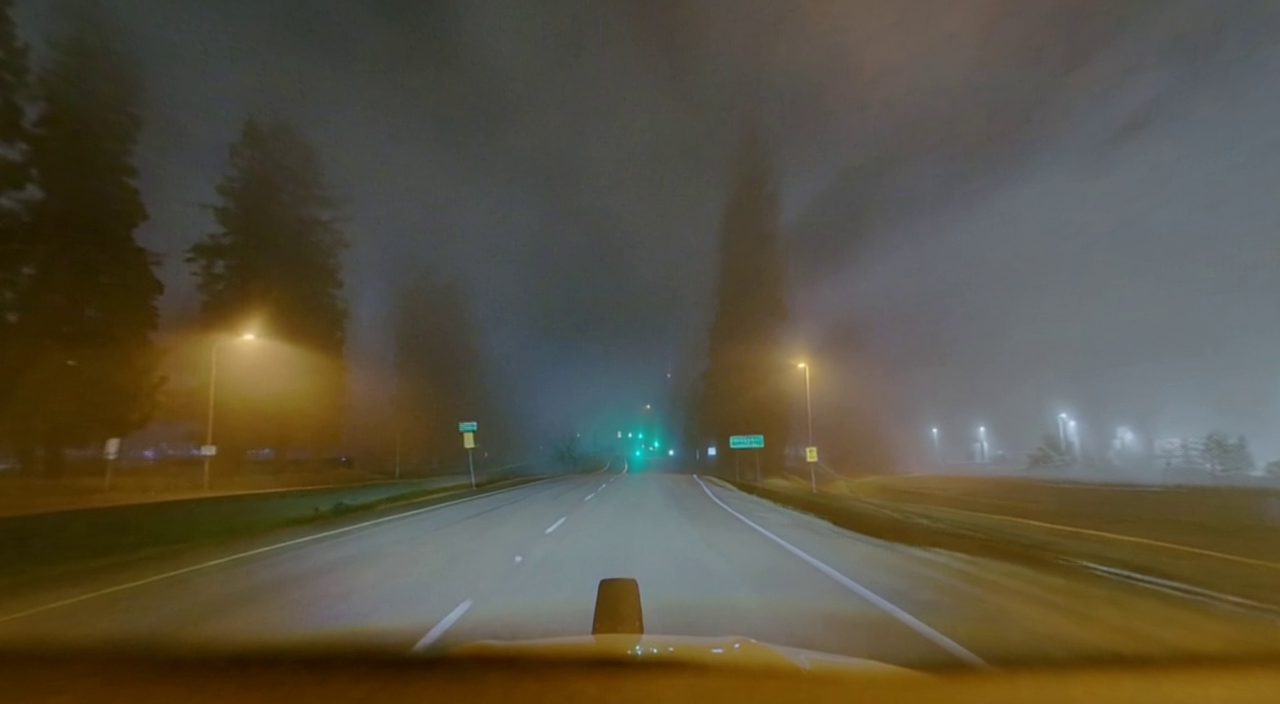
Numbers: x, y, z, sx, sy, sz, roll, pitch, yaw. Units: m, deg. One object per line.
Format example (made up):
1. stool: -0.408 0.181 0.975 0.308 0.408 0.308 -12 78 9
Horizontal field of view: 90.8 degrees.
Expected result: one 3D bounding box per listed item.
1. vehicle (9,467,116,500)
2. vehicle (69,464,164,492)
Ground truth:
1. vehicle: -40.820 9.331 44.763 5.468 1.817 2.212 -5 -13 2
2. vehicle: -41.077 9.865 49.675 5.552 2.047 2.384 -1 -9 6
